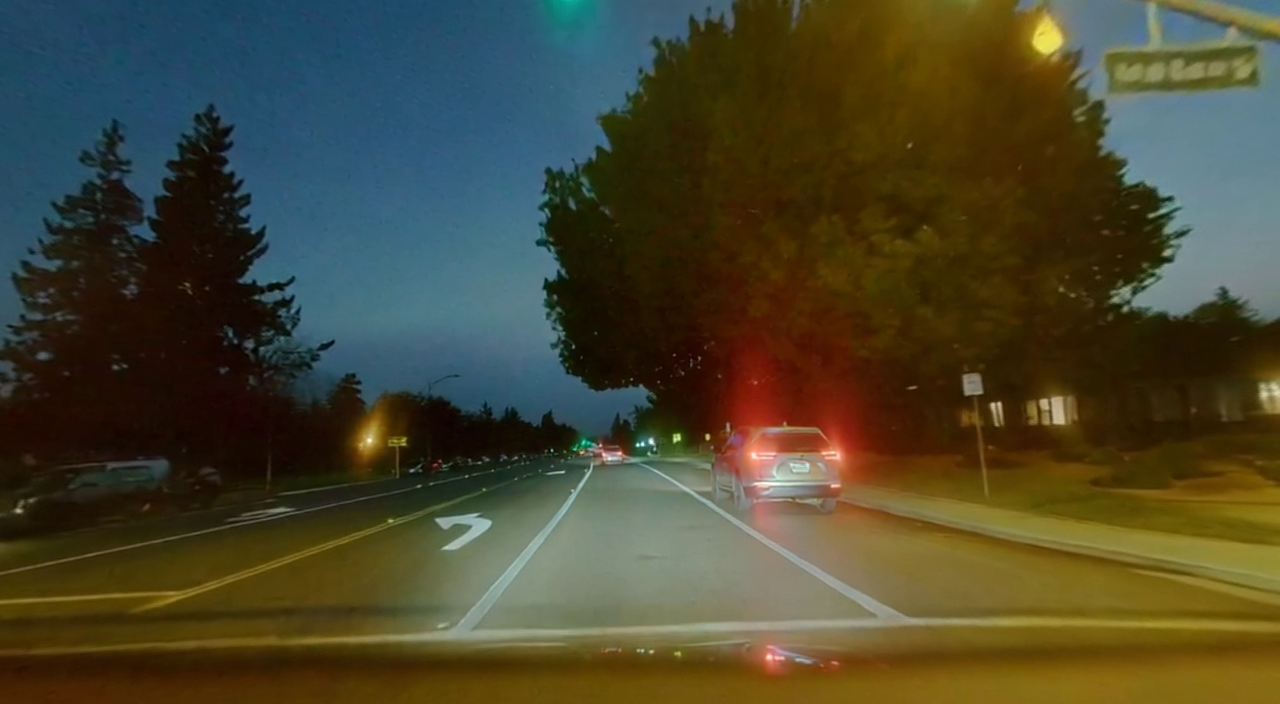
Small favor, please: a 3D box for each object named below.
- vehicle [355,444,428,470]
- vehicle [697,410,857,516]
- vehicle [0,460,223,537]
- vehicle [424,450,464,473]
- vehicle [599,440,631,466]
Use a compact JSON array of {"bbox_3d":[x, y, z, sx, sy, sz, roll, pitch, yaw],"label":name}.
[{"bbox_3d":[-19.558,8.285,49.816,4.928,1.962,2.048,0,-9,-6],"label":"vehicle"},{"bbox_3d":[2.990,2.622,15.380,2.338,2.063,5.592,0,-8,-3],"label":"vehicle"},{"bbox_3d":[-12.895,3.516,15.765,1.965,1.416,4.613,-4,-9,-3],"label":"vehicle"},{"bbox_3d":[-14.329,7.994,46.267,1.752,1.496,4.468,-3,-9,-4],"label":"vehicle"},{"bbox_3d":[-1.797,7.021,43.981,2.138,1.729,4.178,0,-8,-4],"label":"vehicle"}]
